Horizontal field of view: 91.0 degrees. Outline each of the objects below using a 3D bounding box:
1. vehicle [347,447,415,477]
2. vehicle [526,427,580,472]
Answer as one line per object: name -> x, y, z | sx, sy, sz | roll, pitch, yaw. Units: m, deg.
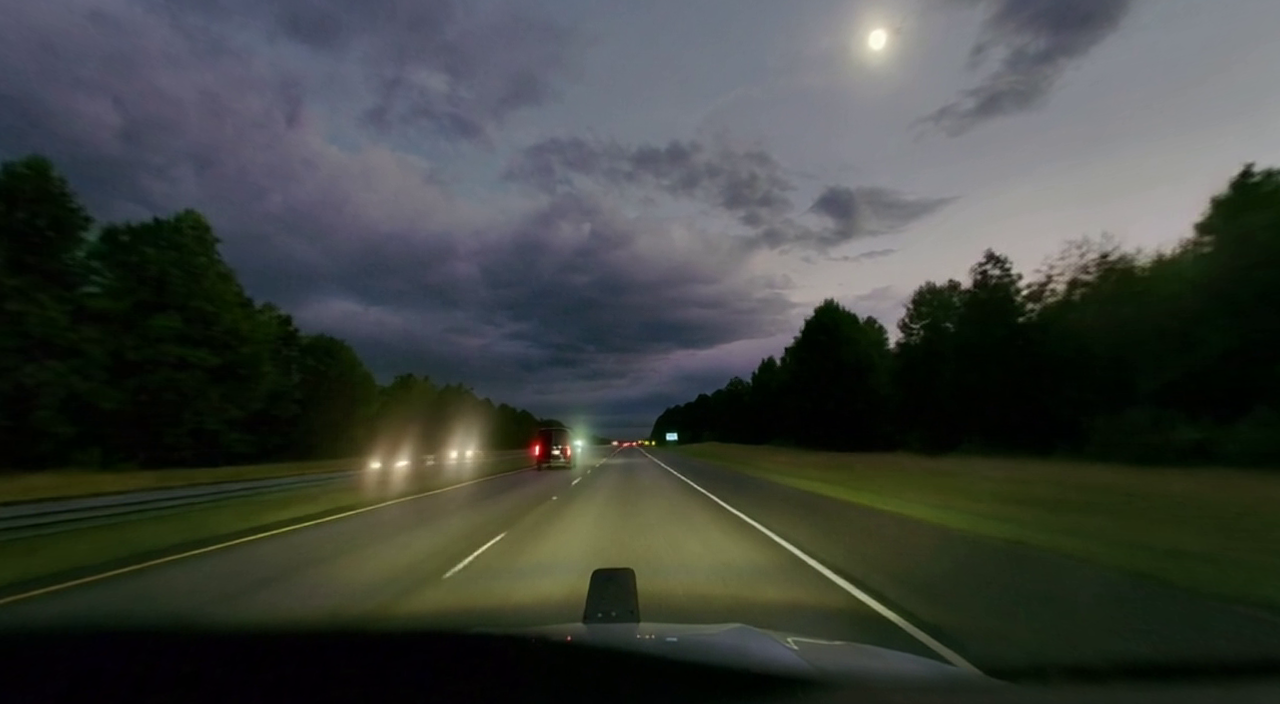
vehicle -> -13.542, 5.747, 33.150 | 1.786, 1.453, 4.355 | 0, -8, -1
vehicle -> -4.178, 4.800, 31.073 | 1.976, 2.029, 4.737 | -1, -8, 0
